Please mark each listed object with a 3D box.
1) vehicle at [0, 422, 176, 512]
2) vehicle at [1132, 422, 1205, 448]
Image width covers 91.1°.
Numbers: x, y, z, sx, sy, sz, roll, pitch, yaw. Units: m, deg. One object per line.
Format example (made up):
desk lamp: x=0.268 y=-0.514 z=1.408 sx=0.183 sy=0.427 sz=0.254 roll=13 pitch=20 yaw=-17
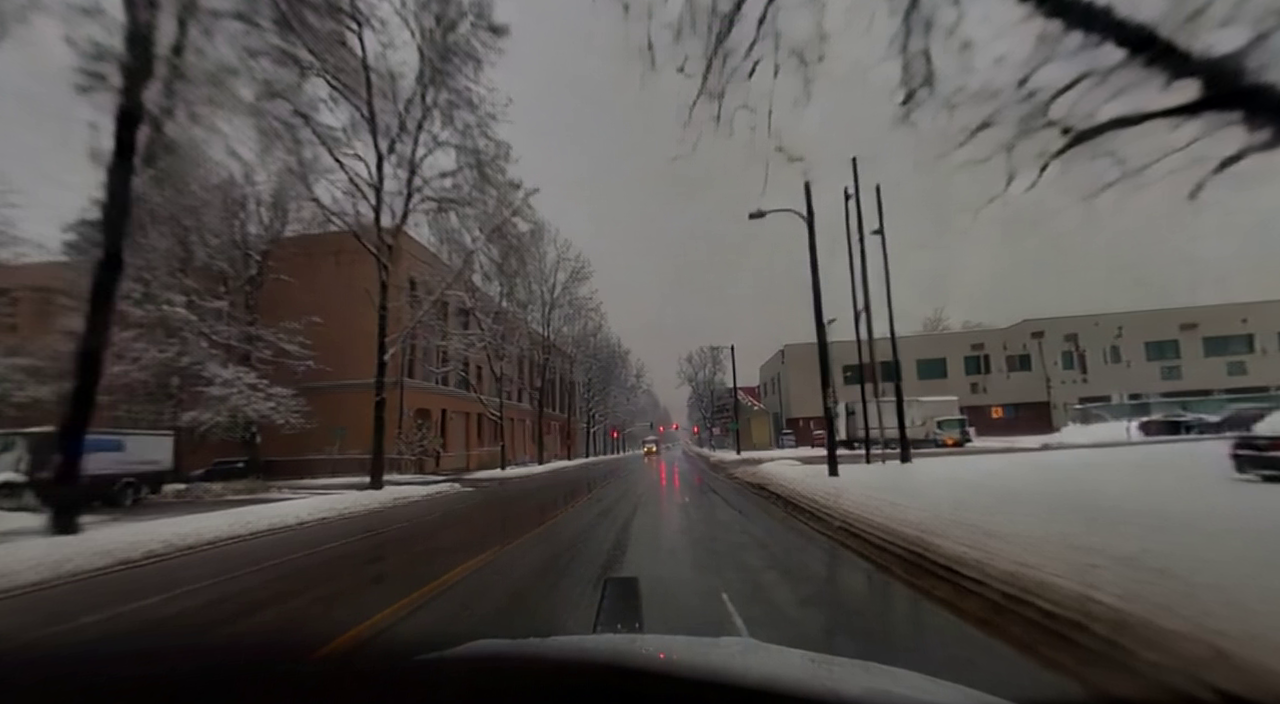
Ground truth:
vehicle: x=-19.814 y=3.776 z=20.808 sx=2.166 sy=2.698 sz=7.006 roll=-6 pitch=-9 yaw=20
vehicle: x=33.253 y=5.288 z=39.647 sx=1.635 sy=1.503 sz=3.463 roll=-3 pitch=-9 yaw=3
